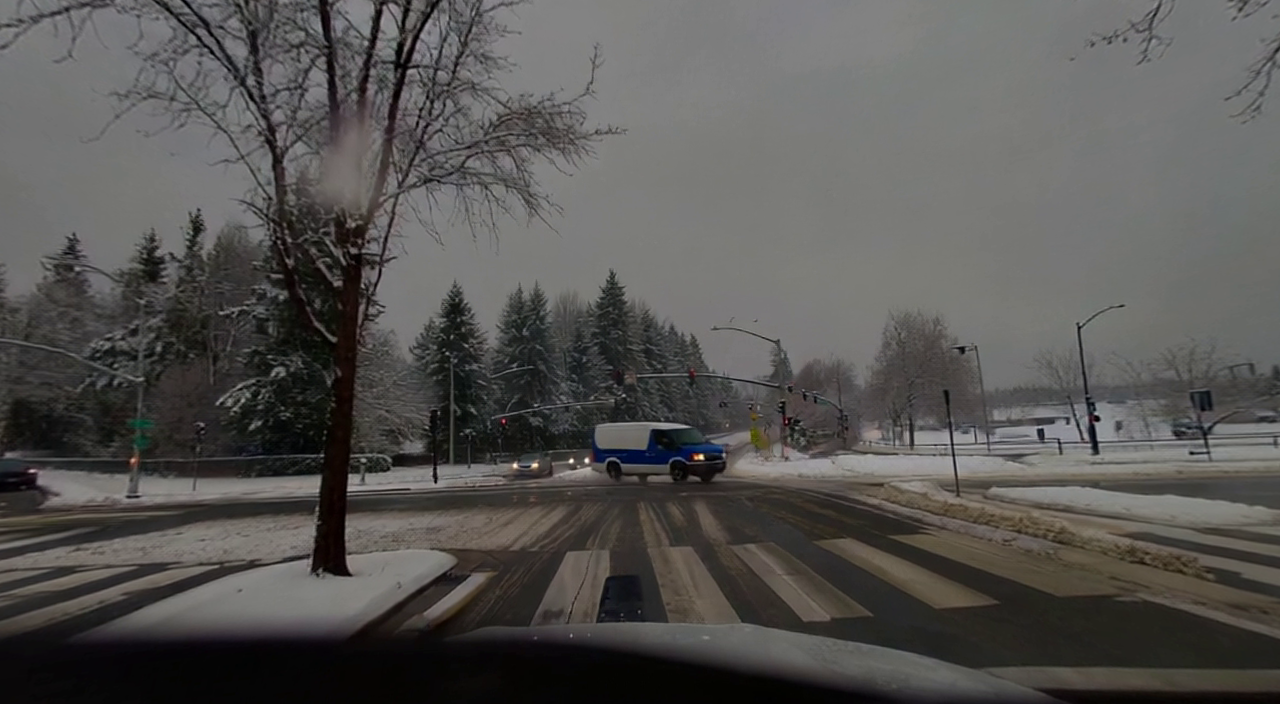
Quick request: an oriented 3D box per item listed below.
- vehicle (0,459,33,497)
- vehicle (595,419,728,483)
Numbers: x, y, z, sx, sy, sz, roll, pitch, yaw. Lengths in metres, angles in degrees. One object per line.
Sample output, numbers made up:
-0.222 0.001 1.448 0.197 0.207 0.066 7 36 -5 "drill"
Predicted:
-47.651 9.373 47.119 2.529 2.543 5.861 6 -10 -37 "vehicle"
0.770 4.235 27.261 2.465 2.404 5.791 7 -11 -39 "vehicle"
